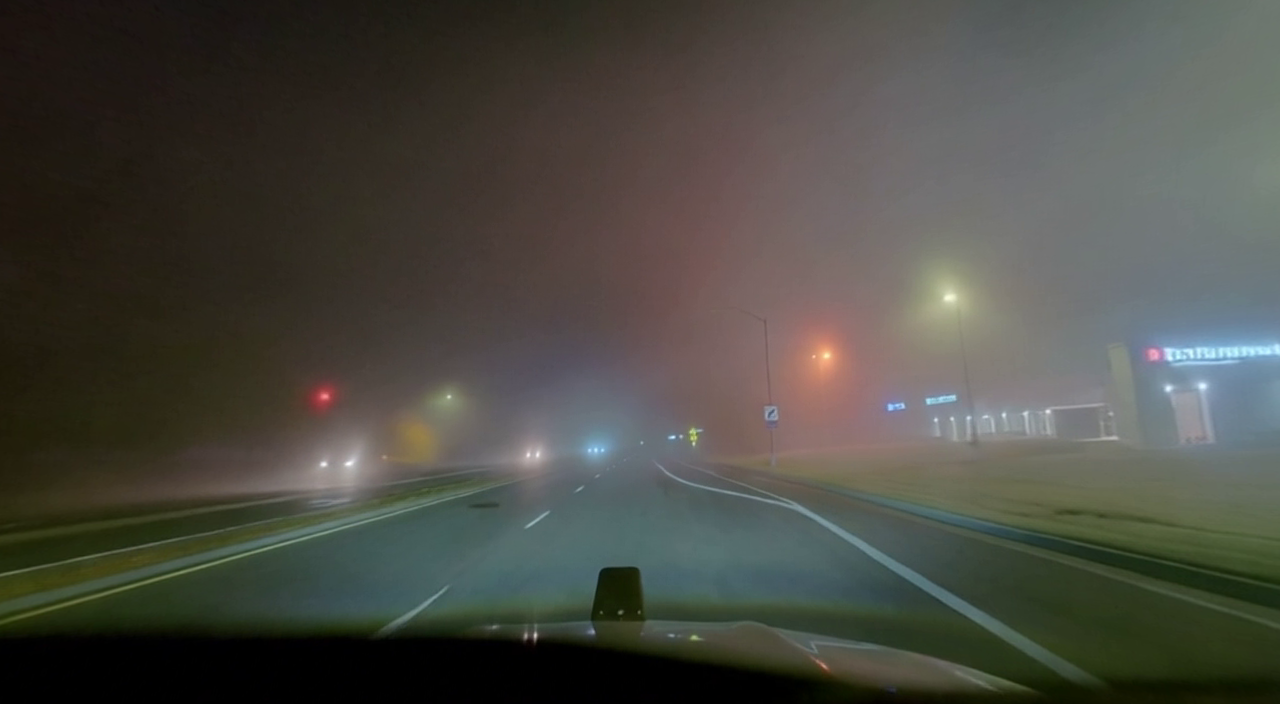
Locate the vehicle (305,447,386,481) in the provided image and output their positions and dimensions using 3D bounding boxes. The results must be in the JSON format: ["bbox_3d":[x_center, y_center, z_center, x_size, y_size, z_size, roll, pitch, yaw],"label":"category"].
[{"bbox_3d":[-16.007,6.094,34.678,2.131,1.679,4.554,-1,-8,2],"label":"vehicle"}]
